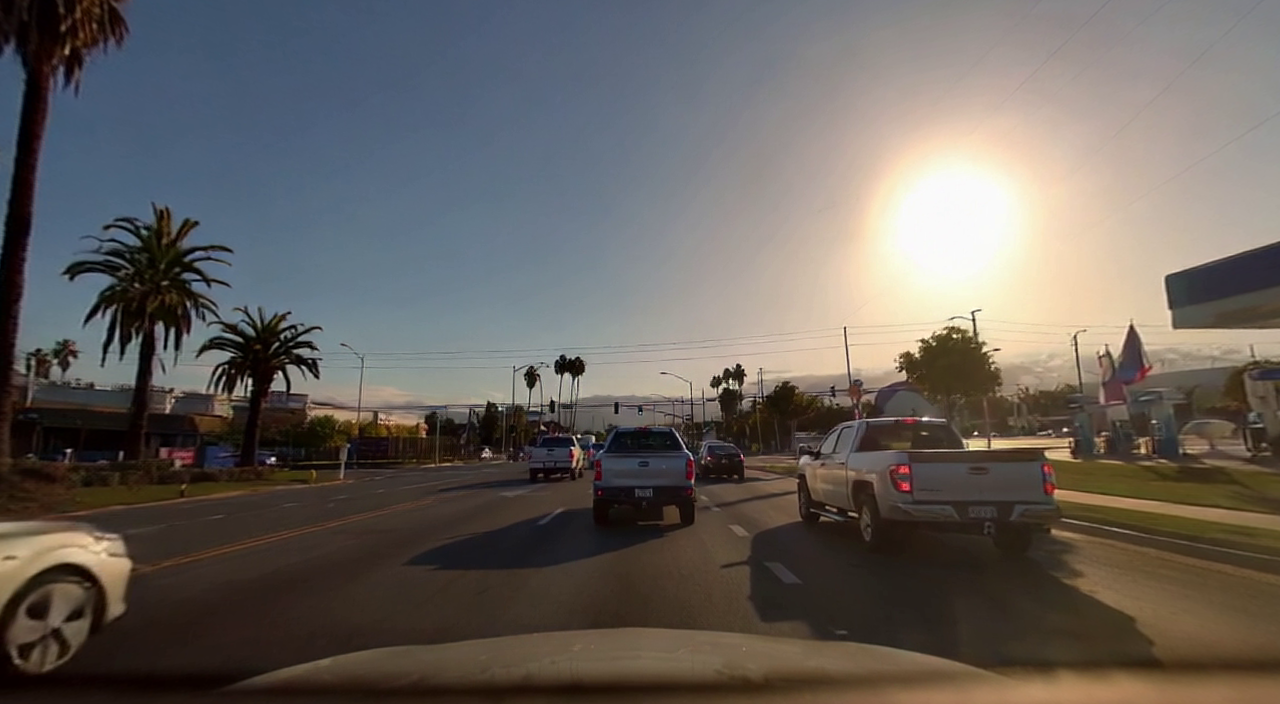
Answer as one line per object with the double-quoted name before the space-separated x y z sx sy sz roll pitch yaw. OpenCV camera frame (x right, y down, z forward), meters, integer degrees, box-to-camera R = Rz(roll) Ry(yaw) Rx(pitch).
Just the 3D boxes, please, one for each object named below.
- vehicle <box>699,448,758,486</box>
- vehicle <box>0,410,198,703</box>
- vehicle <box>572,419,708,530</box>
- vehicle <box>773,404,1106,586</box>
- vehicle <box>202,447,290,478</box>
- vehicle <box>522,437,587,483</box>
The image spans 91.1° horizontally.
"vehicle" 3.539 4.672 25.816 1.901 1.401 3.965 0 -9 1
"vehicle" -4.073 0.877 1.927 1.983 1.502 4.720 0 -9 0
"vehicle" 0.060 2.475 13.374 2.295 1.835 5.471 0 -9 1
"vehicle" 3.612 1.855 9.165 2.120 1.828 5.531 0 -9 0
"vehicle" -29.104 8.147 46.722 2.543 2.092 6.613 0 -9 -3
"vehicle" -3.606 4.652 27.445 2.071 1.811 4.605 0 -9 2
